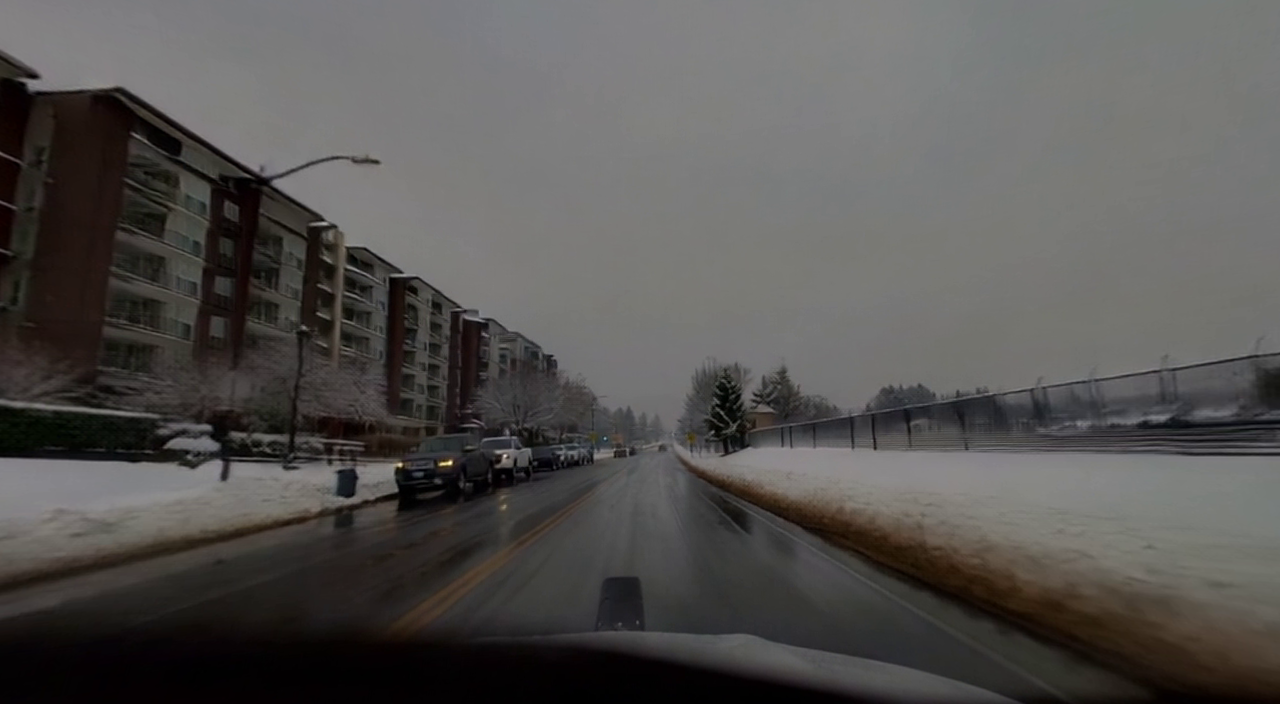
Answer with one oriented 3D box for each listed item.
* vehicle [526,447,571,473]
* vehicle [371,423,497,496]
[{"bbox_3d":[-5.763,6.840,40.370,1.914,1.417,4.750,2,-8,2],"label":"vehicle"},{"bbox_3d":[-6.361,3.395,20.278,2.192,1.965,4.917,2,-8,1],"label":"vehicle"}]
